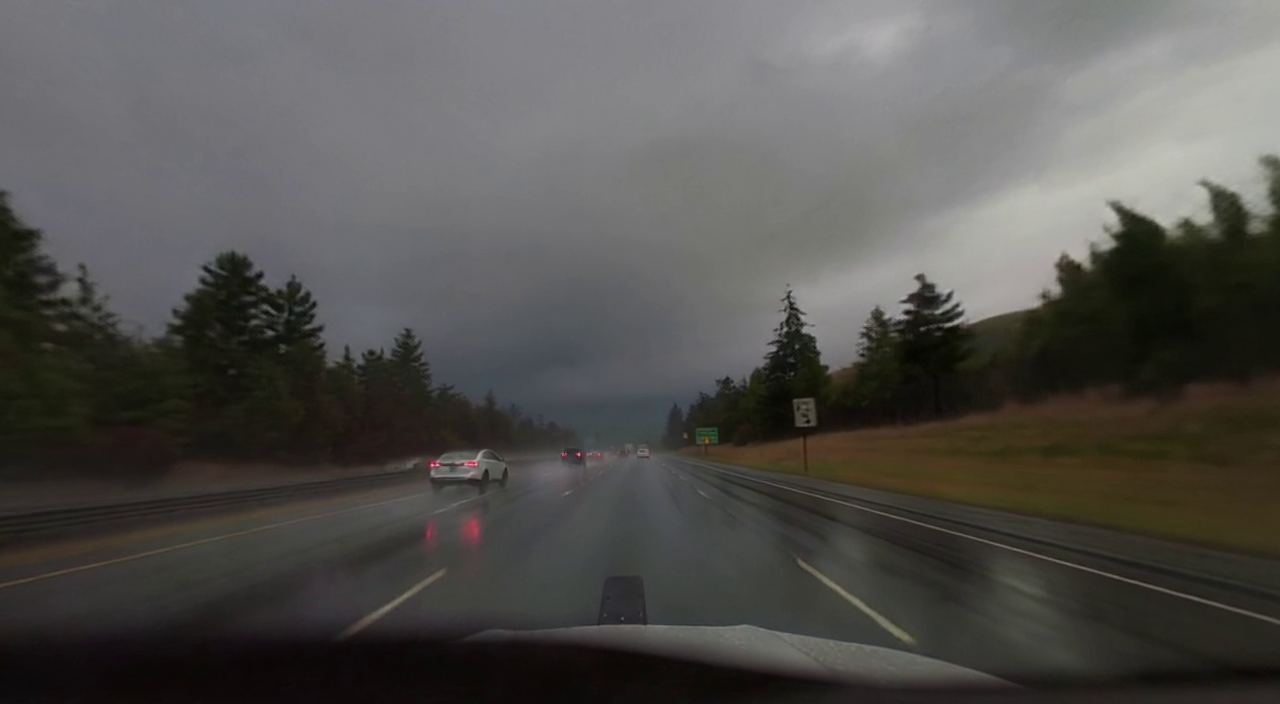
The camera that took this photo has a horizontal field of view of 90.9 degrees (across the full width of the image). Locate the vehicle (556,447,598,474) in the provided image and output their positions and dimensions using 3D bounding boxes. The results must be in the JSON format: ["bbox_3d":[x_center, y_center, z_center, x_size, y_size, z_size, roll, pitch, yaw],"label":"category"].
[{"bbox_3d":[-3.576,6.218,36.364,2.005,1.474,3.921,0,-9,1],"label":"vehicle"}]

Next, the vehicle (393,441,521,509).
[{"bbox_3d":[-4.553,3.128,16.500,1.975,1.501,4.603,0,-9,0],"label":"vehicle"}]
